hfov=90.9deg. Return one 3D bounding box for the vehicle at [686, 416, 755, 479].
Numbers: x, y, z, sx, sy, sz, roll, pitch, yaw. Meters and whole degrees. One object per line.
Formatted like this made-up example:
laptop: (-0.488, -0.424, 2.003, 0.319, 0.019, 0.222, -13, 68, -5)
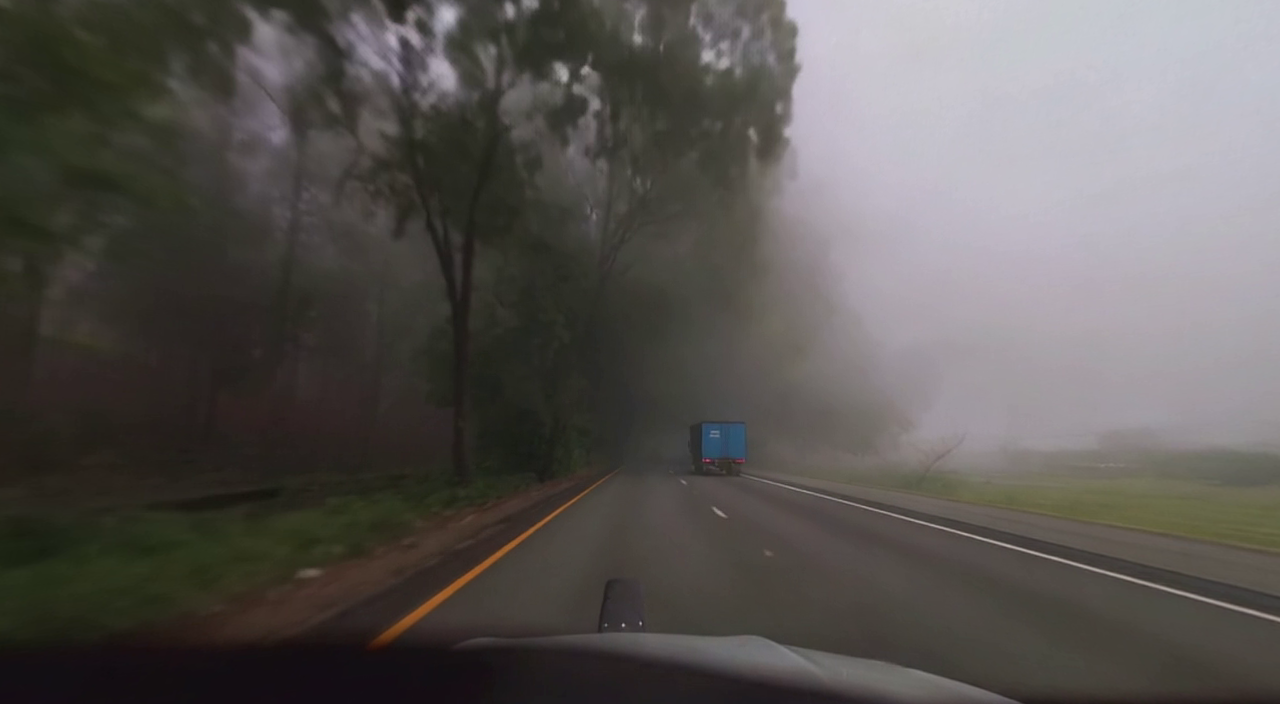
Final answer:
vehicle: (3.844, 4.776, 31.492, 2.572, 2.795, 5.978, 0, -9, -1)
